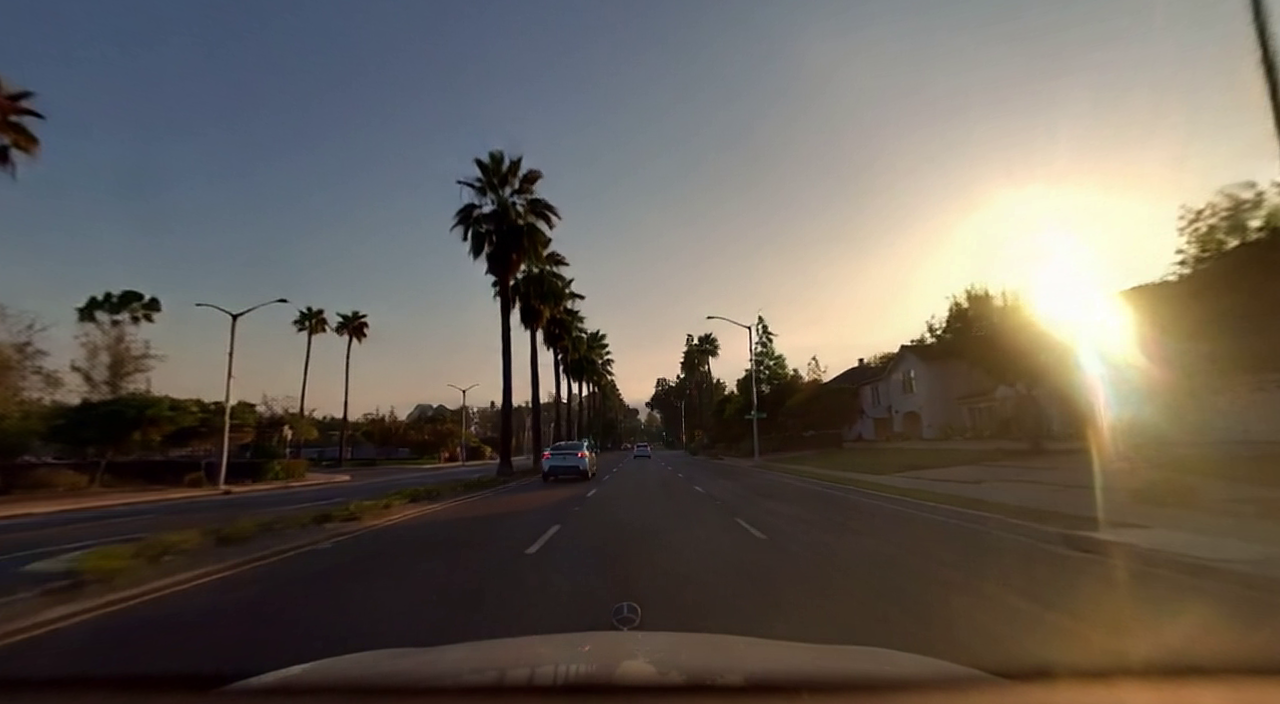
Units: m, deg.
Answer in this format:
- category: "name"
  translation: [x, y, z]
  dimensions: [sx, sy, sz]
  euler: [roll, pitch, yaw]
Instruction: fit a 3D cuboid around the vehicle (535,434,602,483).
- category: "vehicle"
  translation: [-3.092, 4.816, 28.592]
  dimensions: [2.370, 1.968, 5.698]
  euler: [0, -9, 0]
